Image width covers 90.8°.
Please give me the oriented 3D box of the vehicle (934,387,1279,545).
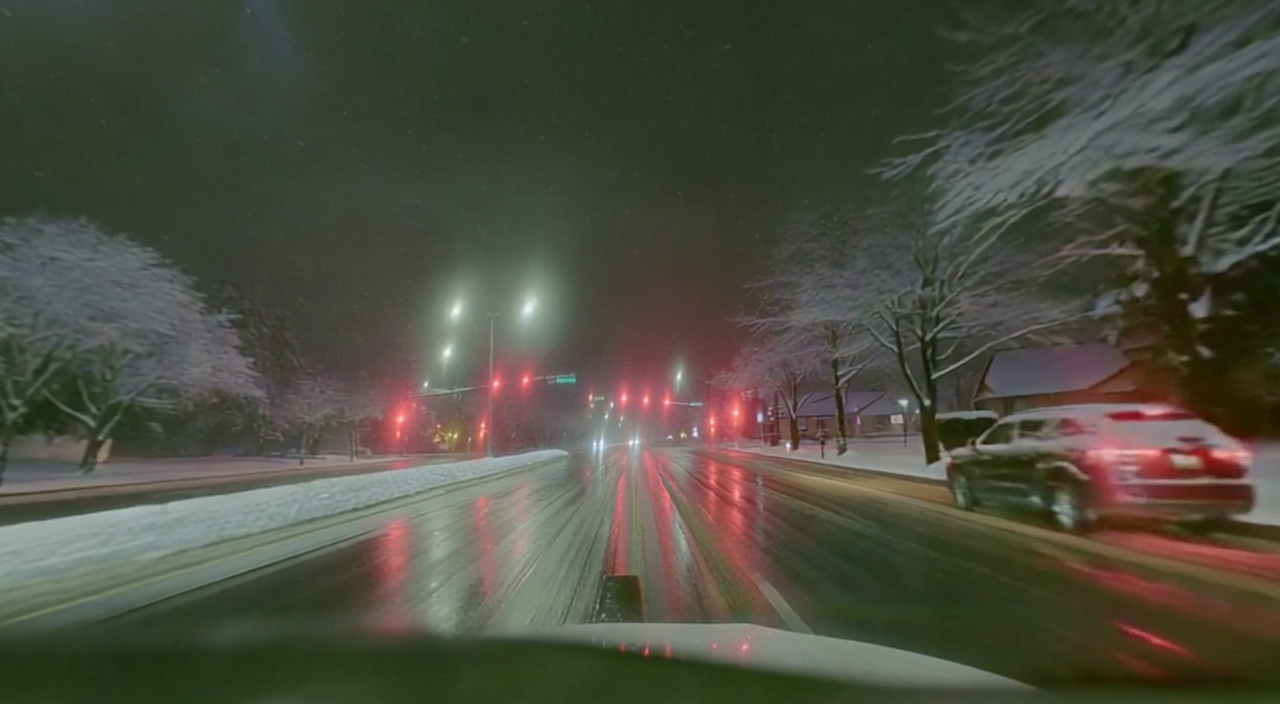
[{"bbox_3d":[7.422,1.781,10.499,2.234,1.880,5.812,0,-8,-1],"label":"vehicle"}]
